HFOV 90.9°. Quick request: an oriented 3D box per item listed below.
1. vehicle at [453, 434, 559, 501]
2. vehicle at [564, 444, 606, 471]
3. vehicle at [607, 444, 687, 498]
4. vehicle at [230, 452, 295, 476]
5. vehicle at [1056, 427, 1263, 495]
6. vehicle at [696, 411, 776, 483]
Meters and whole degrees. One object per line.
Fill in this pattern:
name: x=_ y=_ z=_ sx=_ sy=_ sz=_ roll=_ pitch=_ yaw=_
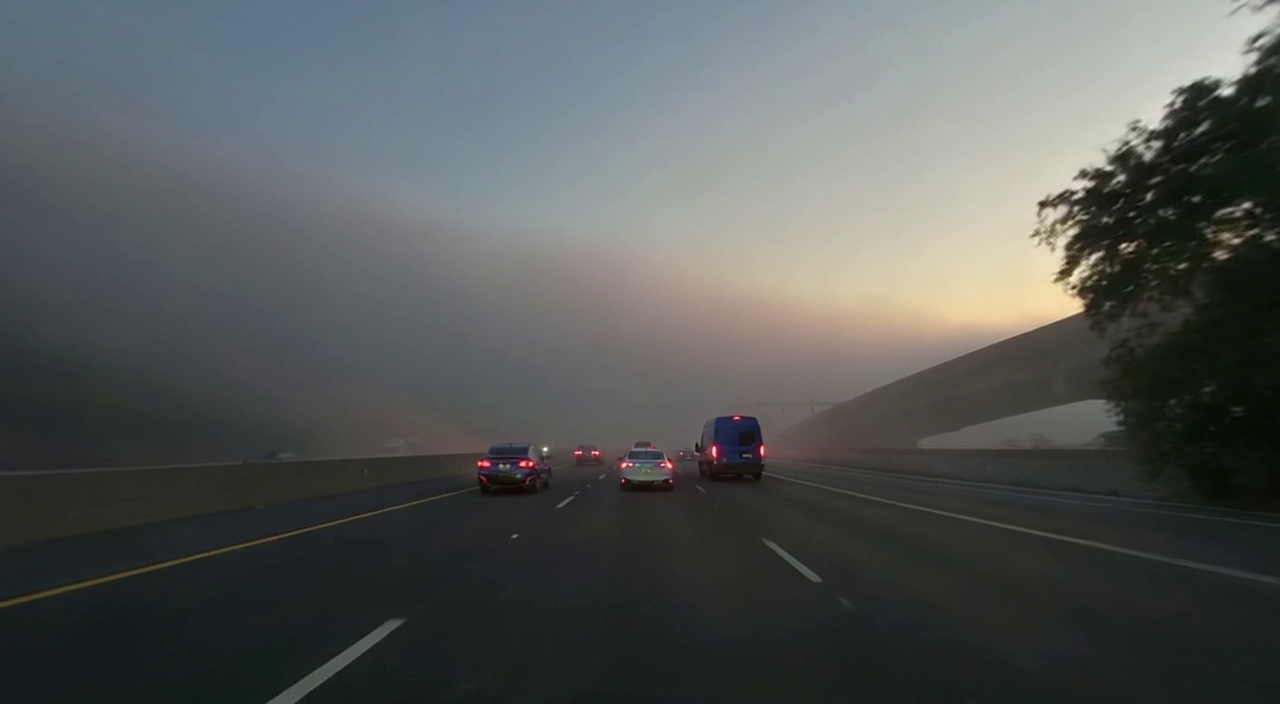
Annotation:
vehicle: x=-3.761 y=3.327 z=18.533 sx=2.078 sy=1.706 sz=4.298 roll=0 pitch=-8 yaw=1
vehicle: x=-3.582 y=6.976 z=41.958 sx=2.258 sy=1.655 sz=4.397 roll=0 pitch=-8 yaw=1
vehicle: x=0.173 y=3.563 z=19.303 sx=2.174 sy=1.467 sz=4.005 roll=0 pitch=-8 yaw=0
vehicle: x=-26.059 y=7.704 z=43.695 sx=1.987 sy=1.487 sz=3.758 roll=0 pitch=-8 yaw=3
vehicle: x=16.254 y=3.443 z=20.248 sx=2.189 sy=1.869 sz=5.080 roll=0 pitch=-8 yaw=-1
vehicle: x=4.028 y=4.189 z=27.934 sx=2.436 sy=2.745 sz=6.607 roll=0 pitch=-8 yaw=0
